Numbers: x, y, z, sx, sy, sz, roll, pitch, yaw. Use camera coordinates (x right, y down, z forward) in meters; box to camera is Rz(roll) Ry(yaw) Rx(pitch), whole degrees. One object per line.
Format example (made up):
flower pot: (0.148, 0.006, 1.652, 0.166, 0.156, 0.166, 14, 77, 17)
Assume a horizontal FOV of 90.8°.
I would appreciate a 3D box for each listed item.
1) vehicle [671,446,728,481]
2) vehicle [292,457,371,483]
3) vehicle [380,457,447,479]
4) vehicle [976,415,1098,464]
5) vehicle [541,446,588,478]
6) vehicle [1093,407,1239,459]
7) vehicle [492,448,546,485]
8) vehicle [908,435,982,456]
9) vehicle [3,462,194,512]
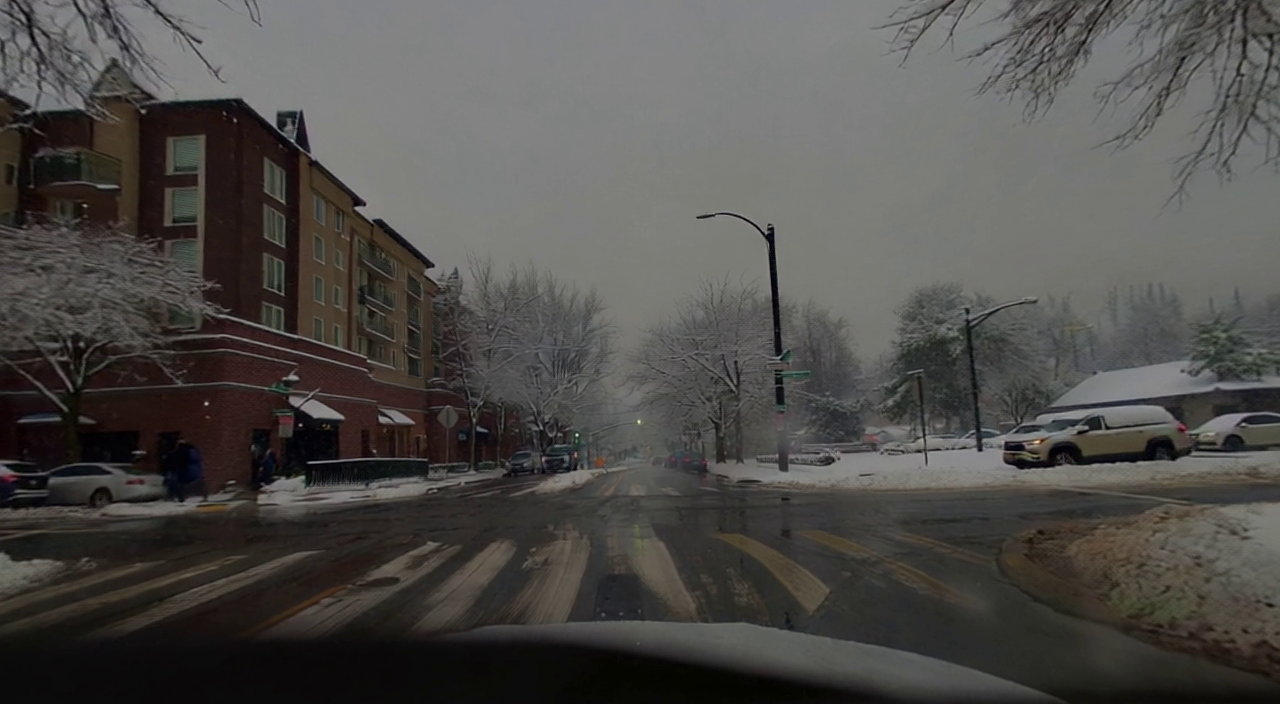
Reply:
vehicle: (3.231, 5.859, 33.503, 1.942, 1.603, 3.785, 0, -8, 22)
vehicle: (-23.167, 8.886, 47.493, 4.844, 1.836, 2.117, -1, -8, 4)
vehicle: (-16.942, 8.660, 47.378, 4.203, 1.544, 1.889, 0, -8, 1)
vehicle: (16.744, 3.786, 26.997, 2.041, 1.921, 4.574, 0, -9, -2)
vehicle: (-4.429, 6.542, 37.712, 2.102, 1.768, 4.290, -1, -10, 3)
vehicle: (22.306, 3.528, 27.144, 2.137, 1.962, 4.988, -1, -8, 3)
vehicle: (-7.615, 7.246, 40.252, 2.193, 1.814, 5.061, -9, -8, 0)
vehicle: (23.016, 7.080, 47.772, 4.528, 1.475, 2.070, 0, -8, 3)
vehicle: (-17.315, 4.315, 20.373, 4.439, 1.448, 1.793, 0, -9, 0)
